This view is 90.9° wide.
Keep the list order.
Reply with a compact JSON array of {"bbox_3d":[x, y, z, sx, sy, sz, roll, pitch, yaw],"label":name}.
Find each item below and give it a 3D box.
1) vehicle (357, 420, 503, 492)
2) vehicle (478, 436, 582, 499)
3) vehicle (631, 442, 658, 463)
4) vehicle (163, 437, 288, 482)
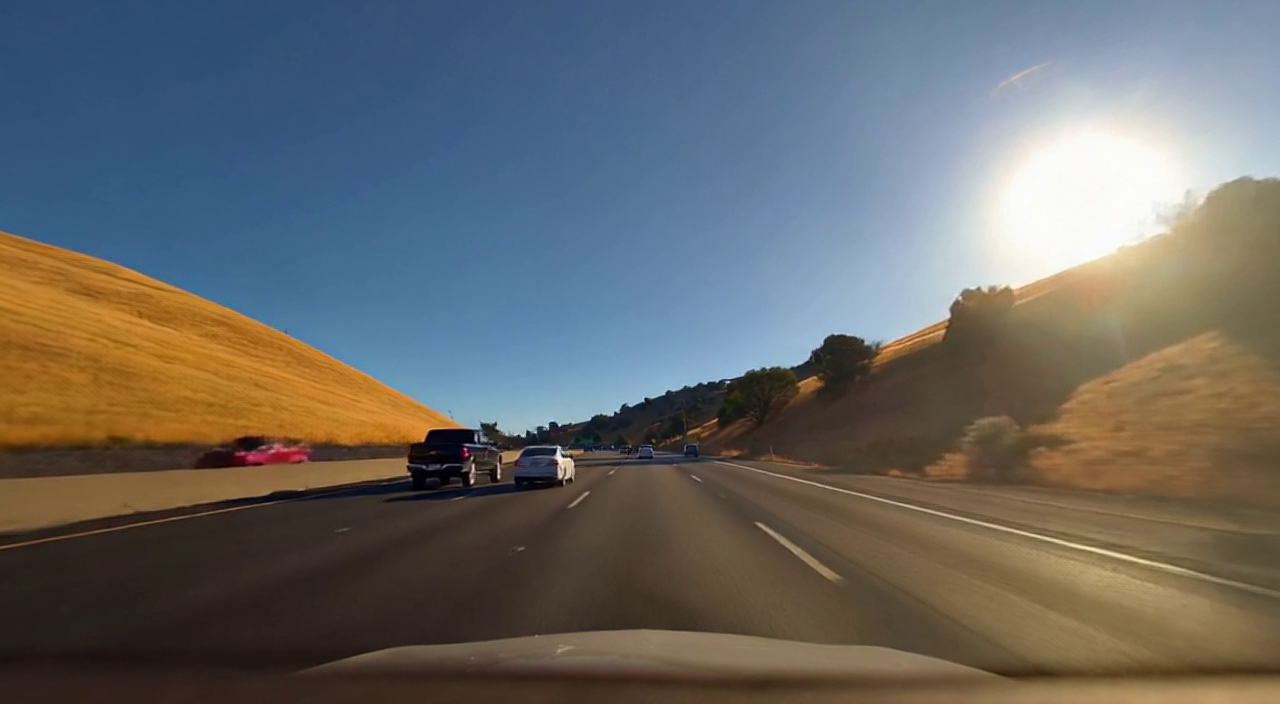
[{"bbox_3d":[-6.745,3.475,21.344,2.589,2.063,6.206,0,-9,2],"label":"vehicle"},{"bbox_3d":[-2.987,3.250,18.199,2.091,1.552,4.516,0,-9,2],"label":"vehicle"},{"bbox_3d":[0.316,7.899,49.510,2.031,1.566,3.904,0,-9,0],"label":"vehicle"},{"bbox_3d":[-17.706,4.575,27.326,2.018,1.685,4.883,-1,-7,1],"label":"vehicle"}]
